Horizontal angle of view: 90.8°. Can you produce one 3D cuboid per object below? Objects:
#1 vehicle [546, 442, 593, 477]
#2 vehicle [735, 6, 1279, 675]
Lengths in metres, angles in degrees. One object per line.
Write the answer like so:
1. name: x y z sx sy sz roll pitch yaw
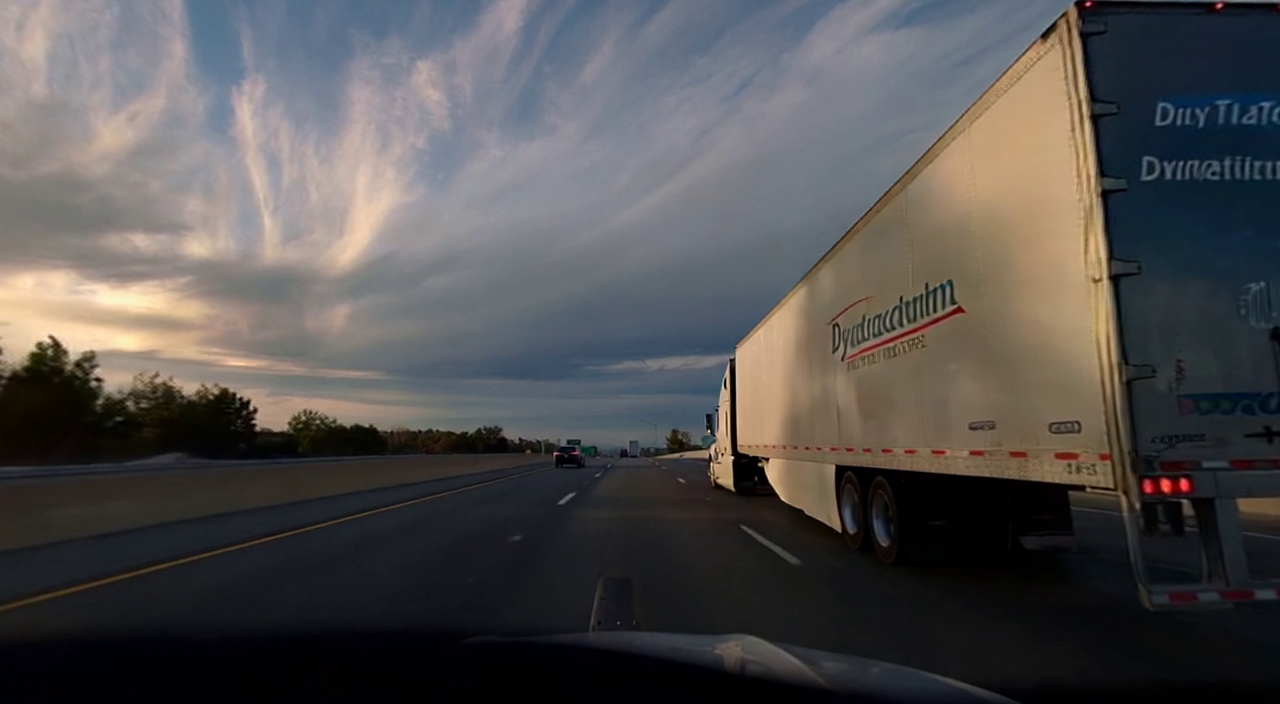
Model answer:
1. vehicle: -3.604 5.585 33.095 2.030 1.657 3.926 0 -8 0
2. vehicle: 3.964 0.699 10.145 2.962 4.132 12.720 0 -8 0
